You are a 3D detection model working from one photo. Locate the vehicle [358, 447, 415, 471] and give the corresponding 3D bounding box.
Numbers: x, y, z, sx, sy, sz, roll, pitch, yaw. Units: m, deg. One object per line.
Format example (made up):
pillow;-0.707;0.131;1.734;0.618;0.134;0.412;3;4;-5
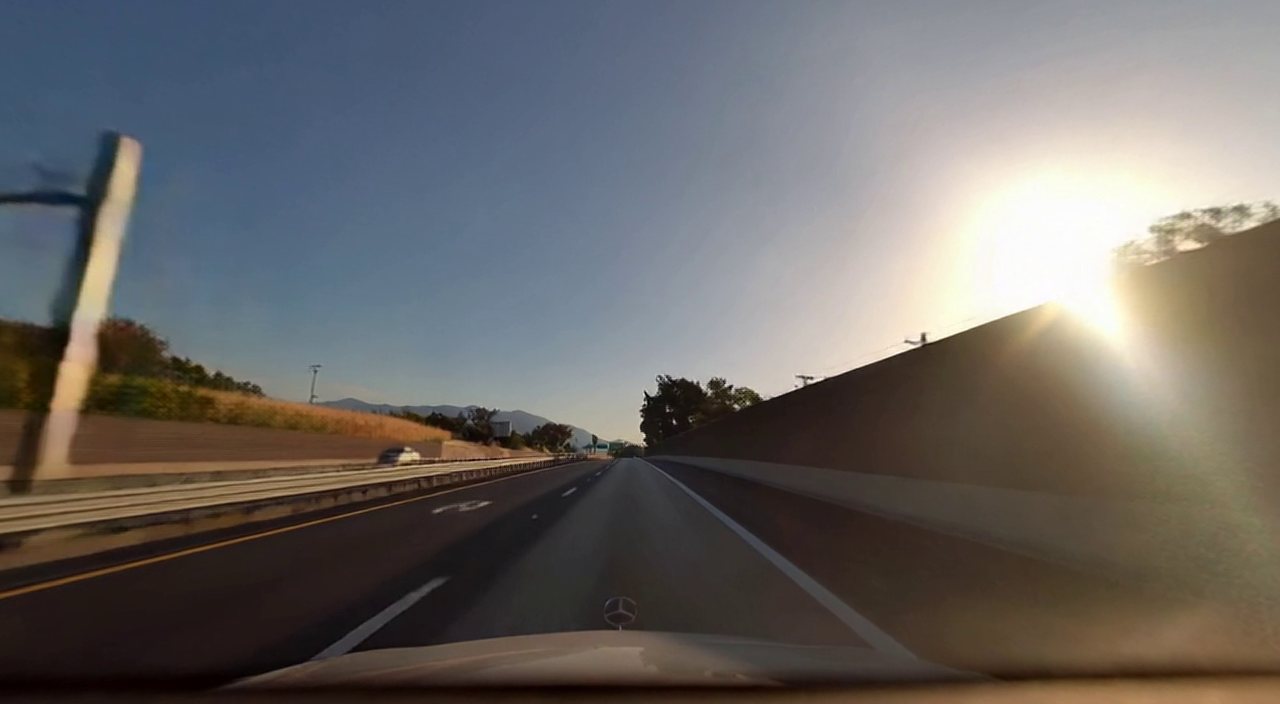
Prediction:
vehicle;-17.108;7.252;42.722;1.928;1.475;4.749;0;-9;0
